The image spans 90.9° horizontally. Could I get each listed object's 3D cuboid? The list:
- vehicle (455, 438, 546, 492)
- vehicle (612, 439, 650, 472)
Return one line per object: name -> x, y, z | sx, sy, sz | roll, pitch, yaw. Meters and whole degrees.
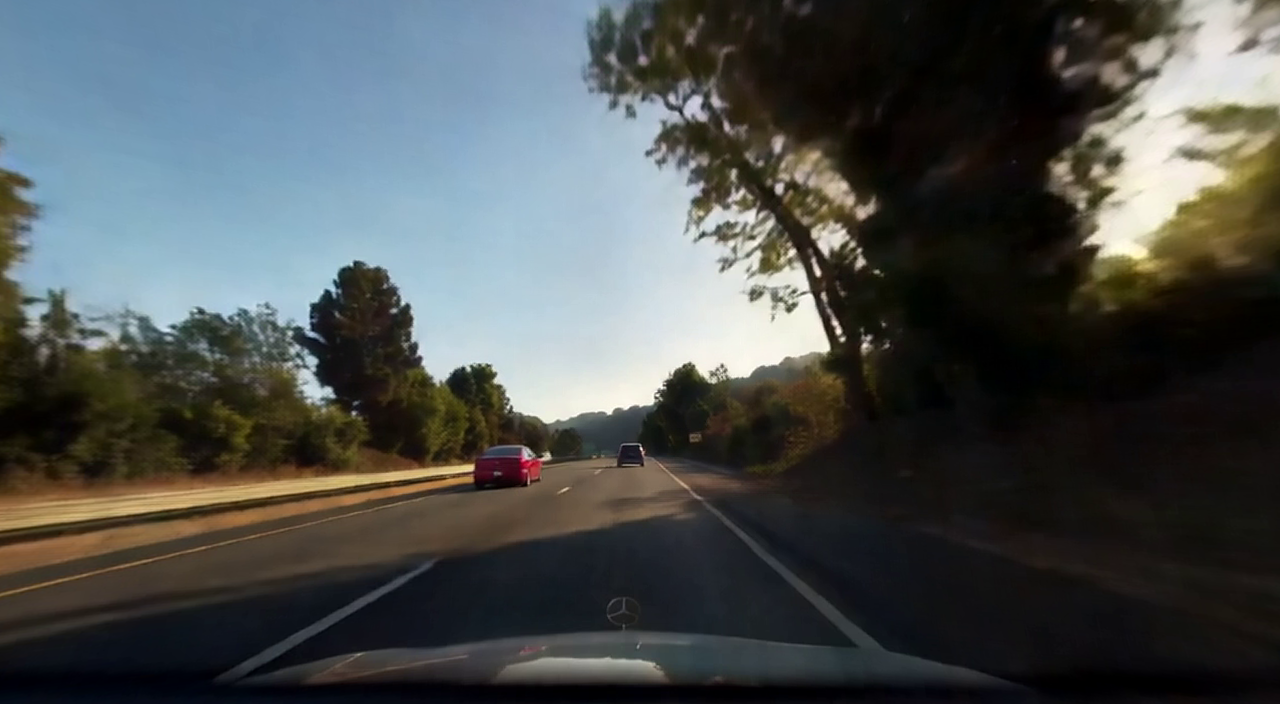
vehicle -> -4.634, 3.822, 21.587 | 2.113, 1.656, 4.215 | 0, -9, 1
vehicle -> -0.523, 6.040, 36.885 | 2.126, 1.786, 3.958 | 0, -9, -1
